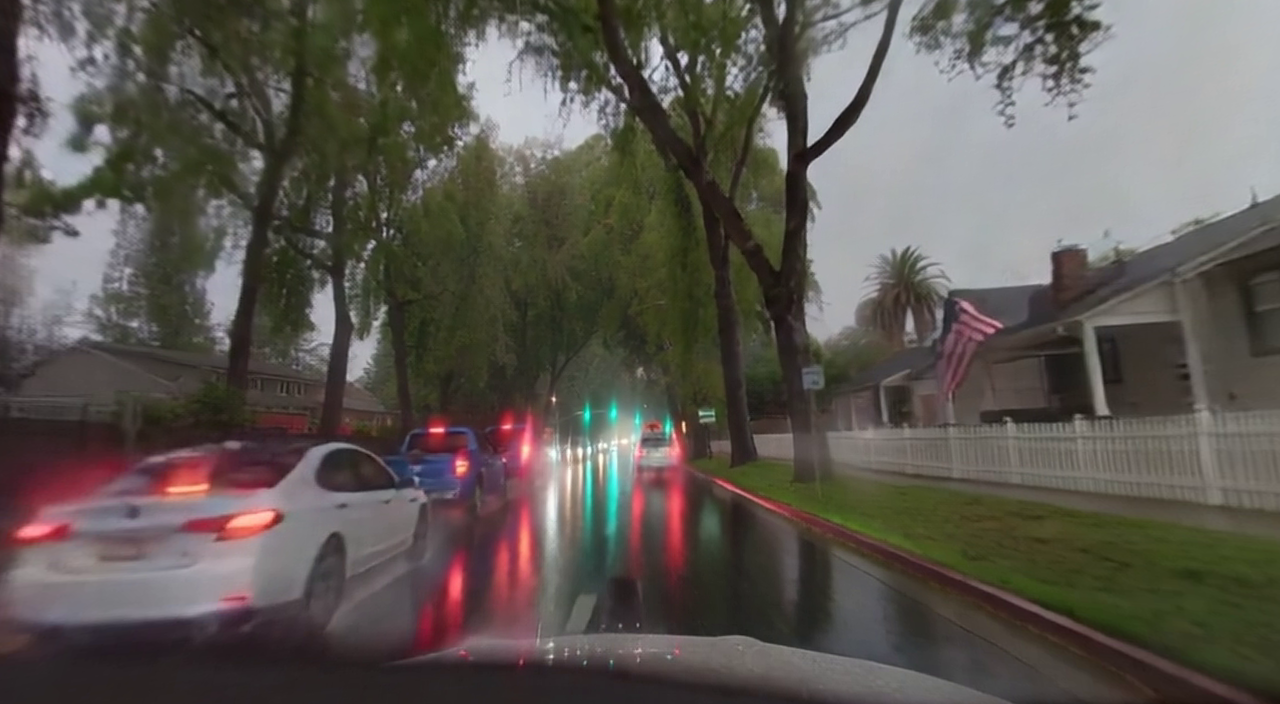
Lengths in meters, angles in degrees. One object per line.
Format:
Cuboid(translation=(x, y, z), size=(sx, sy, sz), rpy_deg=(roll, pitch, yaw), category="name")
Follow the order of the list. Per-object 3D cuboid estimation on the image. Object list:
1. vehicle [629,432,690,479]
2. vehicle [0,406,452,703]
Cuboid(translation=(0.689, 4.173, 25.580), size=(2.258, 1.682, 4.635), rpy_deg=(0, -9, -1), category="vehicle")
Cuboid(translation=(-3.206, 1.389, 5.549), size=(1.919, 1.501, 4.509), rpy_deg=(0, -9, -3), category="vehicle")
